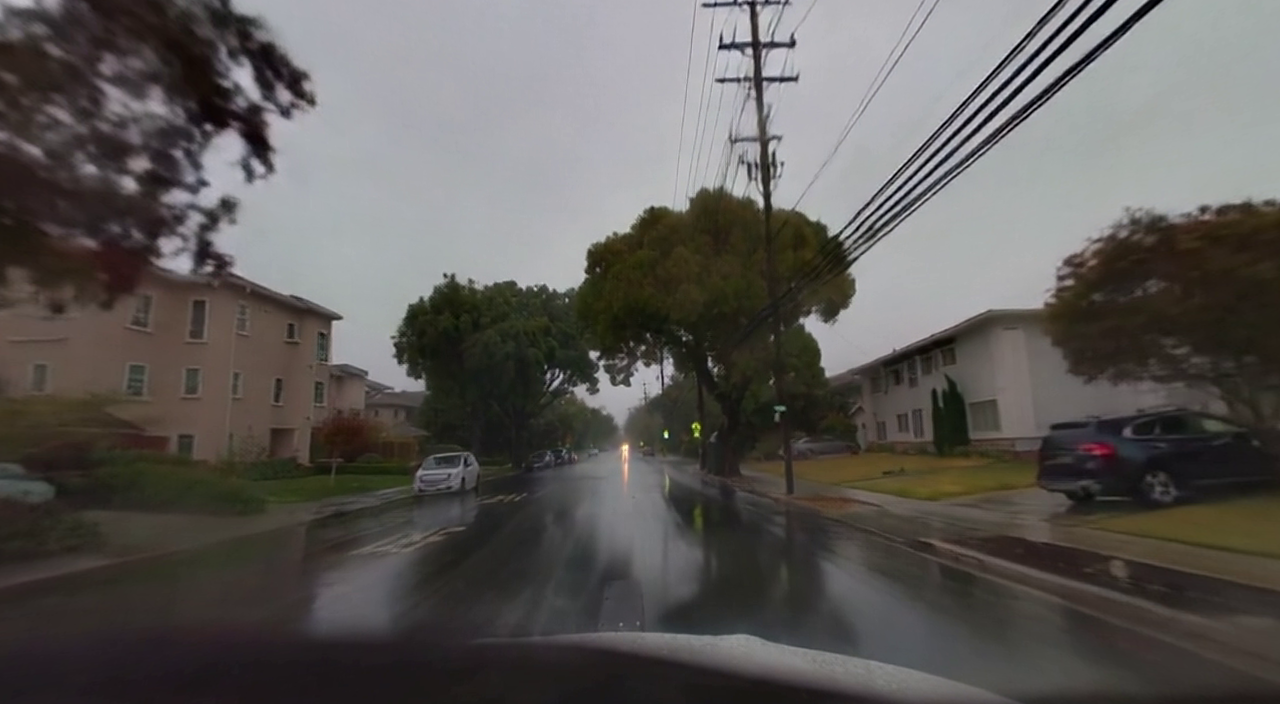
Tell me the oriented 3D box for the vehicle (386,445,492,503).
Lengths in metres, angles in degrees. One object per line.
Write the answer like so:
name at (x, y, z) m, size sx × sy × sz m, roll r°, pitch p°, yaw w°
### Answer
vehicle at (-7.026, 4.308, 22.770) m, size 2.162 × 1.757 × 5.201 m, roll -2°, pitch -9°, yaw -1°

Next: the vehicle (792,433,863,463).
vehicle at (12.865, 6.623, 43.401) m, size 4.145 × 1.767 × 1.880 m, roll -9°, pitch -10°, yaw 29°

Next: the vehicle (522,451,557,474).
vehicle at (-7.644, 8.410, 48.150) m, size 2.041 × 1.587 × 3.920 m, roll -2°, pitch -9°, yaw 0°

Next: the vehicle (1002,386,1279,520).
vehicle at (9.561, 1.712, 11.282) m, size 4.822 × 1.864 × 2.100 m, roll -4°, pitch -8°, yaw -6°

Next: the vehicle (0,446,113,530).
vehicle at (-14.885, 2.809, 13.376) m, size 5.395 × 1.615 × 2.132 m, roll 0°, pitch -9°, yaw -2°
